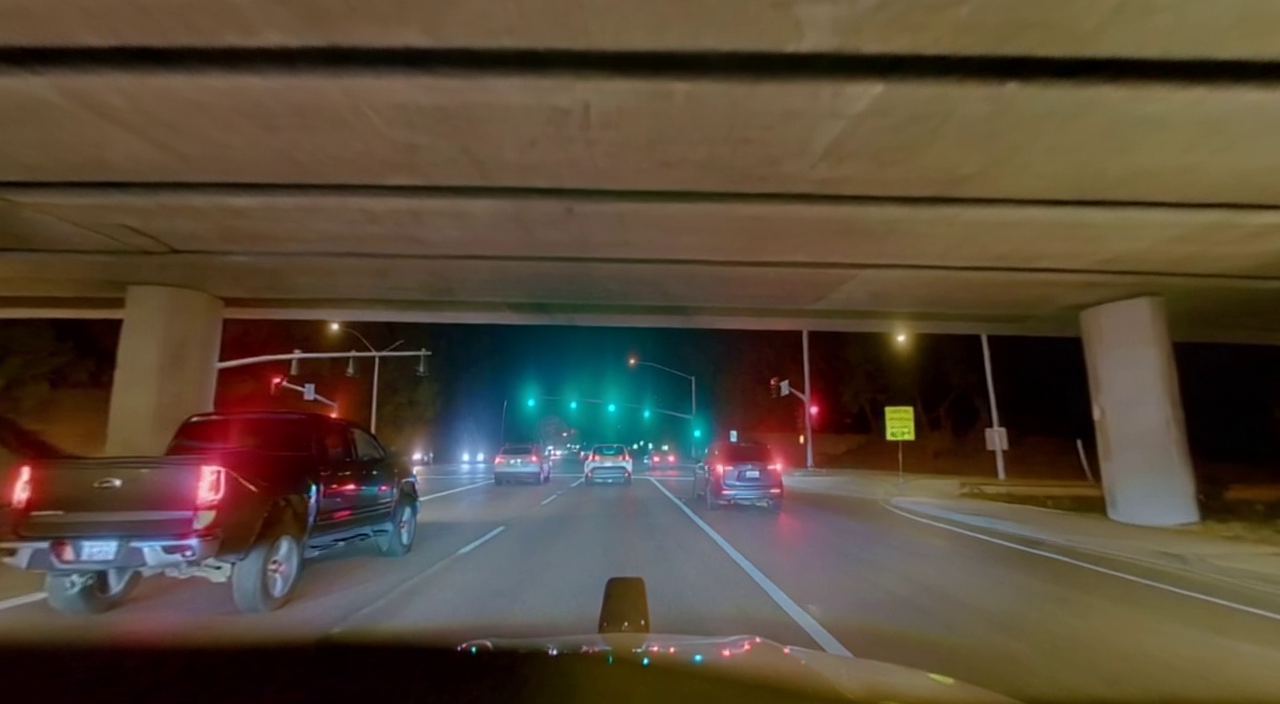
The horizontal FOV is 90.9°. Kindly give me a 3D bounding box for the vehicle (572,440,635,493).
[{"bbox_3d":[-1.280,4.134,23.056,2.097,1.748,3.794,0,-9,-2],"label":"vehicle"}]

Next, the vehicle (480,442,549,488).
[{"bbox_3d":[-5.042,4.587,25.982,2.127,1.720,4.064,0,-9,-2],"label":"vehicle"}]

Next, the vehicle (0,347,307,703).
[{"bbox_3d":[-4.208,0.972,3.616,2.074,1.814,4.596,0,-9,0],"label":"vehicle"}]

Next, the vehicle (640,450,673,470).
[{"bbox_3d":[1.193,8.205,48.079,2.026,1.457,3.969,1,-9,-5],"label":"vehicle"}]

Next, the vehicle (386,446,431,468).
[{"bbox_3d":[-18.100,8.218,49.489,2.089,1.684,4.521,1,-9,-5],"label":"vehicle"}]

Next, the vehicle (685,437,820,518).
[{"bbox_3d":[2.637,3.126,16.390,2.234,1.720,5.378,0,-9,-3],"label":"vehicle"}]
